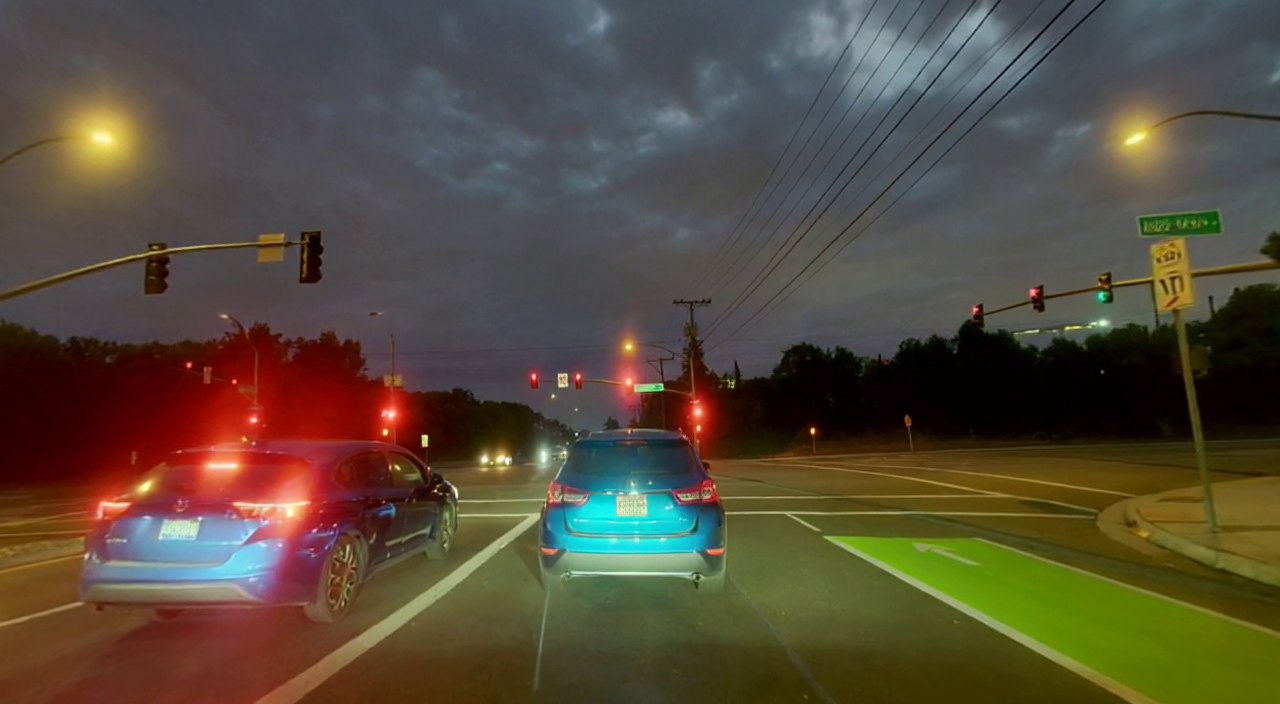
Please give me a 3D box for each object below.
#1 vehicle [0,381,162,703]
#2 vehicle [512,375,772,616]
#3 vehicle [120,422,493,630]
[{"bbox_3d":[-3.475,0.591,0.451,2.138,1.488,5.327,0,-8,0],"label":"vehicle"},{"bbox_3d":[-0.017,1.564,7.656,2.036,1.885,5.196,0,-10,-1],"label":"vehicle"},{"bbox_3d":[-2.927,1.609,6.657,1.726,1.506,3.840,0,-10,1],"label":"vehicle"}]
